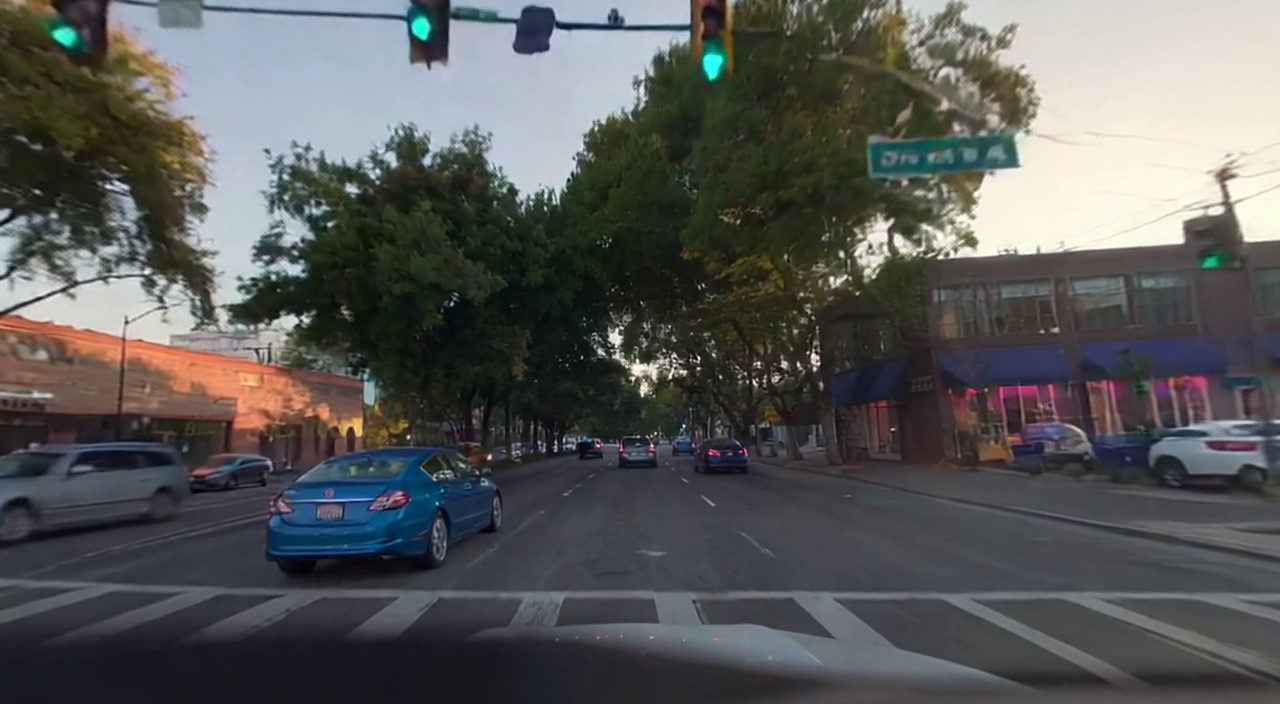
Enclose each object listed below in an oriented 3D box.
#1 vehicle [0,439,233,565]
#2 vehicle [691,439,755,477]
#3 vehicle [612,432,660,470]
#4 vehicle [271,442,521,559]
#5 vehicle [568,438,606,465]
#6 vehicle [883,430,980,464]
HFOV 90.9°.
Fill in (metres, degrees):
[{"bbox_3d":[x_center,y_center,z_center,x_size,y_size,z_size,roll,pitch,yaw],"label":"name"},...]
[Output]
[{"bbox_3d":[-9.033,2.250,10.012,2.059,1.559,4.709,-4,-8,0],"label":"vehicle"},{"bbox_3d":[3.405,4.444,26.632,2.058,1.472,4.317,0,-8,-1],"label":"vehicle"},{"bbox_3d":[-0.171,5.276,33.761,2.361,1.898,4.465,0,-8,1],"label":"vehicle"},{"bbox_3d":[-3.299,2.070,9.550,2.115,1.369,3.908,0,-8,2],"label":"vehicle"},{"bbox_3d":[-3.440,6.575,41.703,2.130,1.645,3.995,0,-8,1],"label":"vehicle"},{"bbox_3d":[15.845,5.202,34.430,4.255,1.520,1.900,-4,-8,1],"label":"vehicle"}]
